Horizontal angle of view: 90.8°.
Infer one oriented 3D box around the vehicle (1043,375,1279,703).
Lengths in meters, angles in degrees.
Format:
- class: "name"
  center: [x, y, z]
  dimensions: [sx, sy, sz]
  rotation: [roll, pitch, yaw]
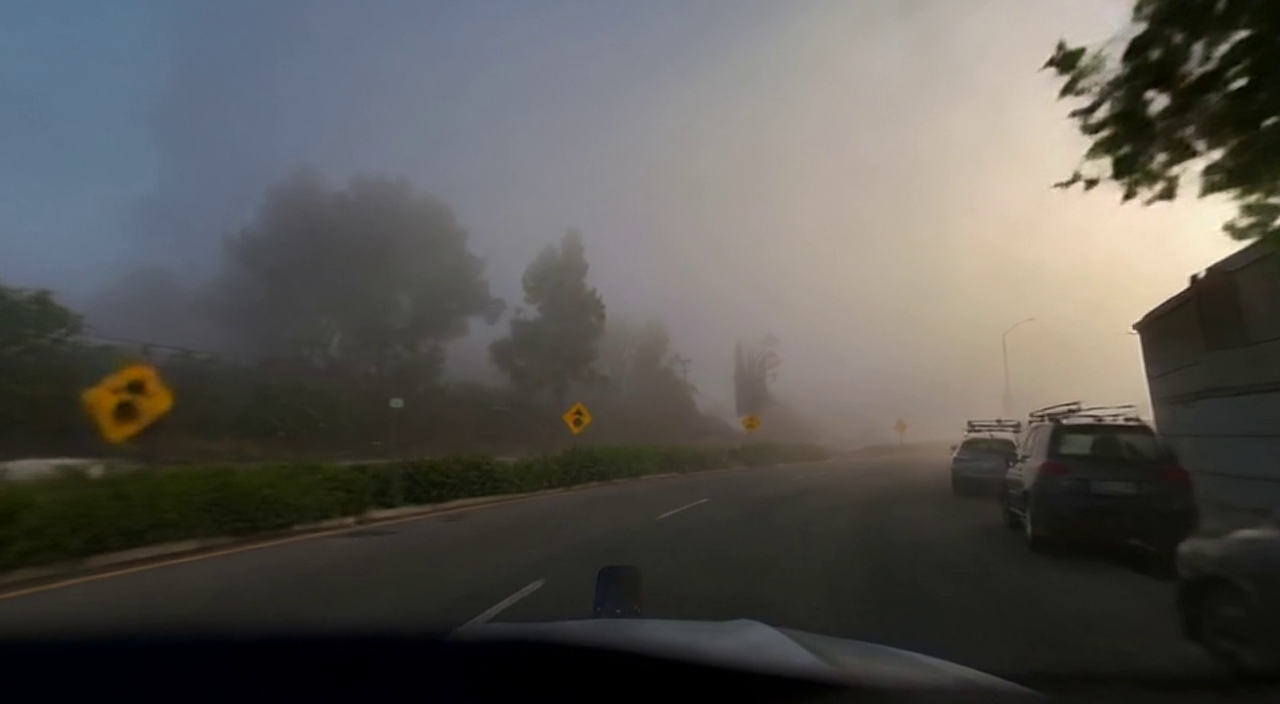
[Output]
- class: "vehicle"
  center: [3.538, 0.783, 1.671]
  dimensions: [2.195, 1.605, 5.134]
  rotation: [-1, -8, 9]
